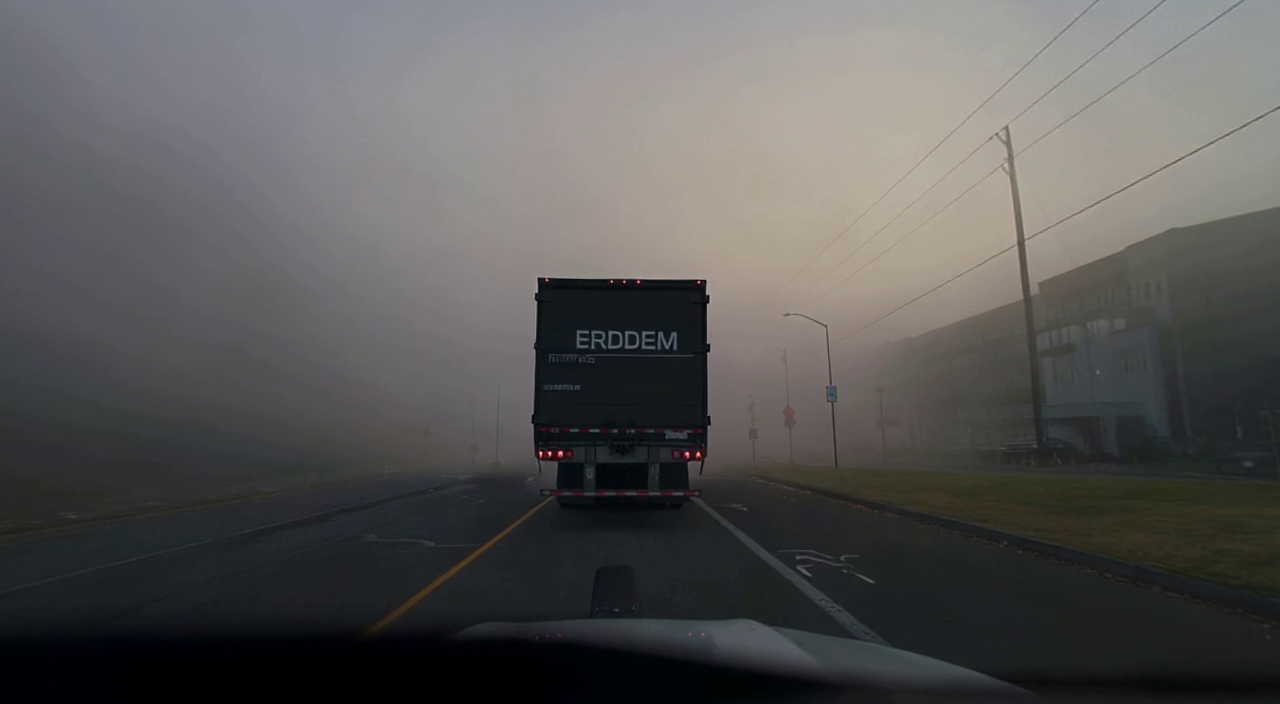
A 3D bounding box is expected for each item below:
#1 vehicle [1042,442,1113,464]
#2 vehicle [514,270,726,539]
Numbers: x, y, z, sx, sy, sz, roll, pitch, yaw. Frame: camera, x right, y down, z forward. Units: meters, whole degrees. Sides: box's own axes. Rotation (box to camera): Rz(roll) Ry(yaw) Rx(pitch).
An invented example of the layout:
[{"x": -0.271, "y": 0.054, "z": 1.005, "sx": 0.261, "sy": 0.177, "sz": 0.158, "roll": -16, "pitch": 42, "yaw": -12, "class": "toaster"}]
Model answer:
[{"x": 31.374, "y": 7.216, "z": 45.144, "sx": 1.652, "sy": 1.423, "sz": 3.797, "roll": 5, "pitch": -9, "yaw": -35, "class": "vehicle"}, {"x": -0.183, "y": 1.307, "z": 13.389, "sx": 2.876, "sy": 3.724, "sz": 9.351, "roll": -1, "pitch": -8, "yaw": 1, "class": "vehicle"}]
